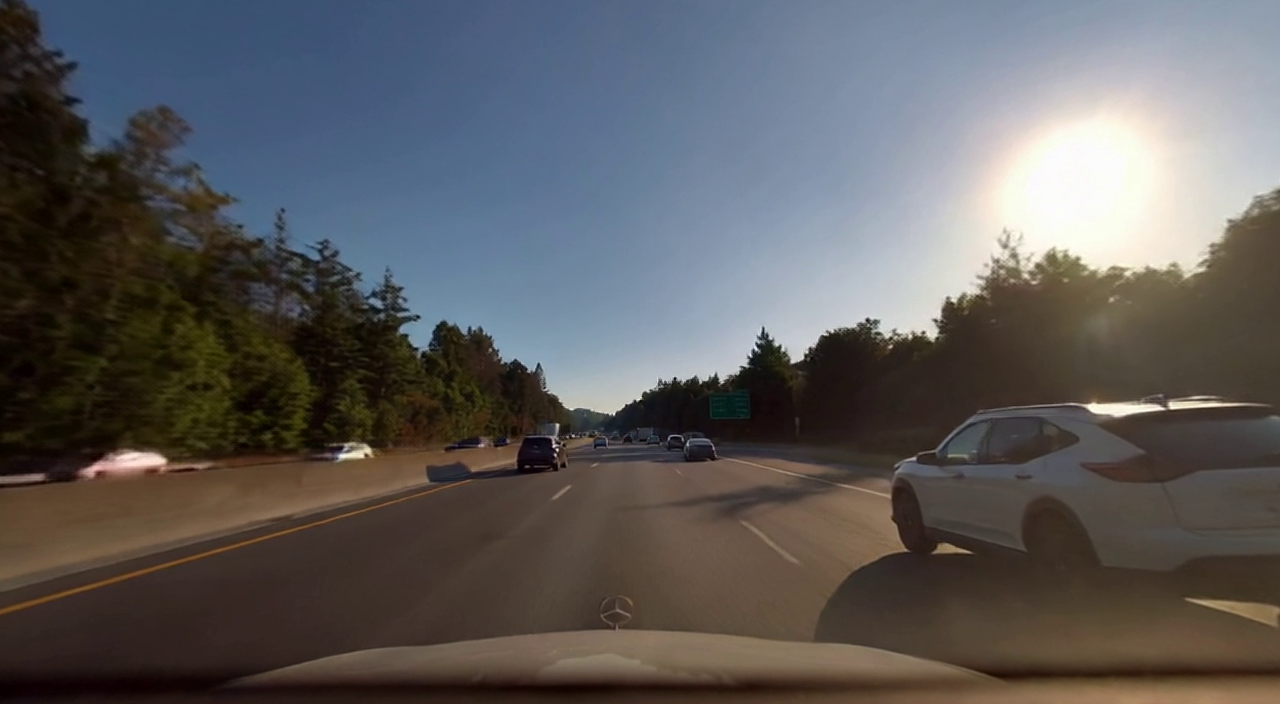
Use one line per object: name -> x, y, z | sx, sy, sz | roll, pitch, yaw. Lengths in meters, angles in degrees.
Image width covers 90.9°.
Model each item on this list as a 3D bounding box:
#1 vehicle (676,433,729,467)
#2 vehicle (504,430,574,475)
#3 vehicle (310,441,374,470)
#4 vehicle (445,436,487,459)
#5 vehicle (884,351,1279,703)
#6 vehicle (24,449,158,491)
vehicle -> 2.936, 4.694, 30.453 | 1.990, 1.480, 3.865 | 0, -8, -2
vehicle -> -3.893, 3.960, 25.175 | 2.011, 1.614, 4.808 | 0, -8, 0
vehicle -> -15.840, 5.511, 33.695 | 1.754, 1.423, 3.480 | 0, -8, -1
vehicle -> -12.834, 7.050, 46.729 | 1.906, 1.562, 4.429 | 0, -8, -1
vehicle -> 3.629, 1.048, 4.287 | 1.949, 1.639, 4.748 | 0, -8, -1
vehicle -> -21.825, 4.665, 25.306 | 1.818, 1.454, 3.887 | 0, -8, 1
